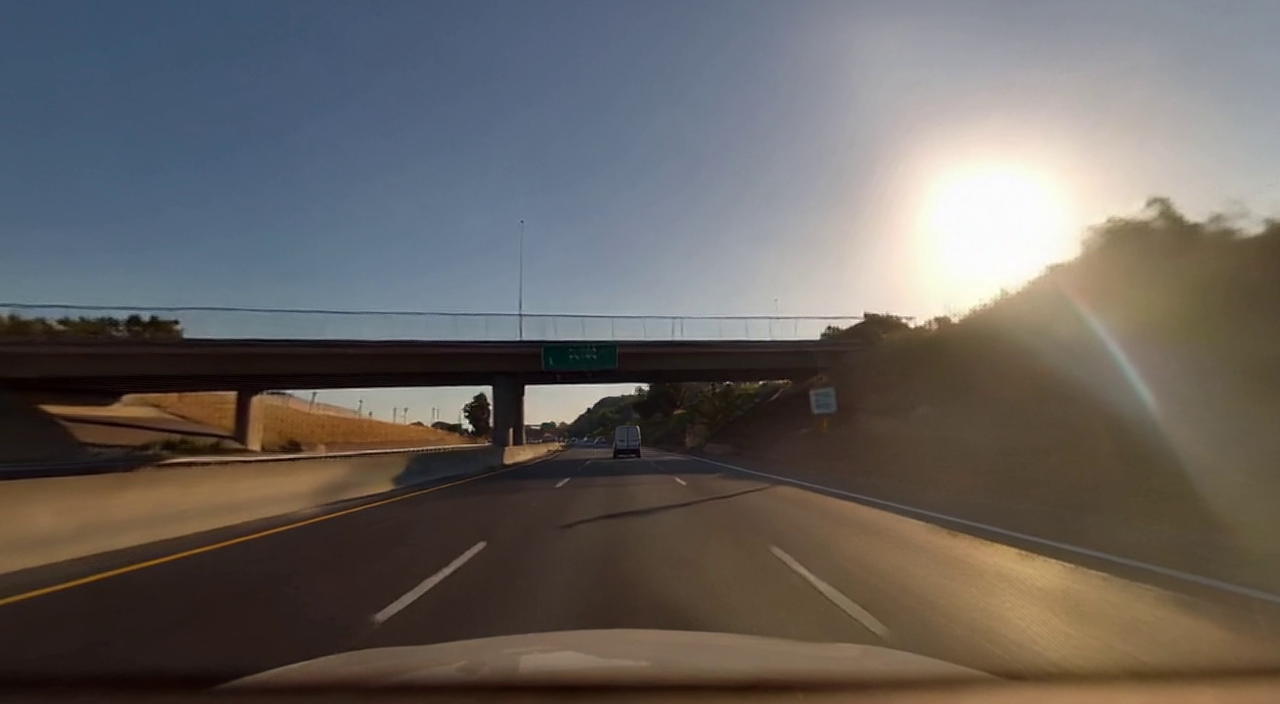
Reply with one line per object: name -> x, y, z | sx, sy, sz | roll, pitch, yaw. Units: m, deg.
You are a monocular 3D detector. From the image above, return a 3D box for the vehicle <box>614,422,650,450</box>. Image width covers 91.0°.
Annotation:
vehicle -> -0.568, 5.352, 39.941 | 2.157, 1.647, 4.524 | 0, -8, -3
